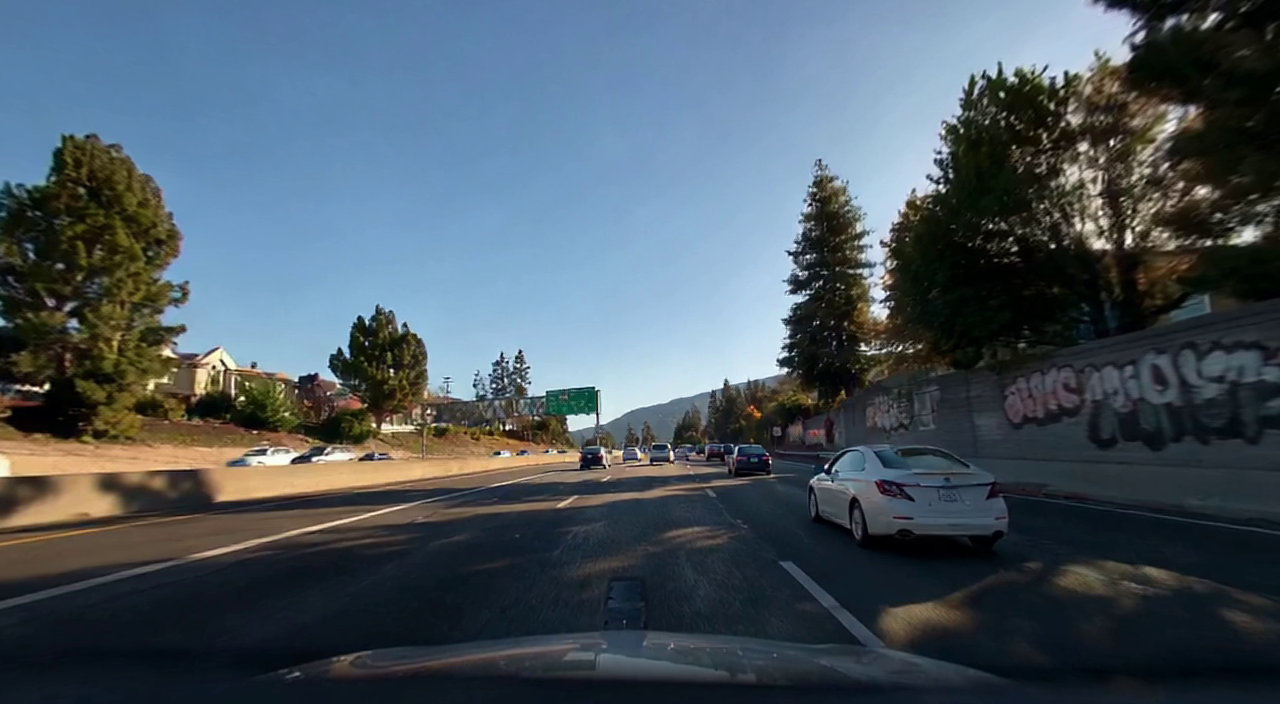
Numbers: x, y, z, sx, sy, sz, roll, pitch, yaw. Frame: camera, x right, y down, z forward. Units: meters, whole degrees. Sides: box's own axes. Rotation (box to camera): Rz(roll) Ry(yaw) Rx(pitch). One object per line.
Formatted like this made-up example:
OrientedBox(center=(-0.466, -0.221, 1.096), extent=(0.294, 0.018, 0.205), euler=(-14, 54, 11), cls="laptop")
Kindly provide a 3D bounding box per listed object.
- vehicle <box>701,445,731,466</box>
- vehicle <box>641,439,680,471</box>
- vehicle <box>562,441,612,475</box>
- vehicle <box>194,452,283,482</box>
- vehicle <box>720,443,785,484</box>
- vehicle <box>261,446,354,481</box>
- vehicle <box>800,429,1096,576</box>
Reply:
OrientedBox(center=(5.726, 7.795, 47.667), extent=(2.078, 1.456, 3.926), euler=(-1, -8, 5), cls="vehicle")
OrientedBox(center=(1.250, 6.147, 37.897), extent=(2.183, 1.764, 4.134), euler=(-1, -8, 3), cls="vehicle")
OrientedBox(center=(-2.836, 5.821, 34.929), extent=(2.070, 1.740, 4.678), euler=(-1, -8, 4), cls="vehicle")
OrientedBox(center=(-21.992, 6.308, 34.747), extent=(1.856, 1.467, 4.336), euler=(-1, -8, 3), cls="vehicle")
OrientedBox(center=(4.325, 4.331, 24.833), extent=(1.854, 1.438, 3.954), euler=(0, -8, 0), cls="vehicle")
OrientedBox(center=(-18.021, 6.040, 34.518), extent=(2.086, 1.731, 5.031), euler=(-1, -8, 3), cls="vehicle")
OrientedBox(center=(3.765, 1.885, 8.772), extent=(1.912, 1.509, 4.291), euler=(0, -8, 0), cls="vehicle")
